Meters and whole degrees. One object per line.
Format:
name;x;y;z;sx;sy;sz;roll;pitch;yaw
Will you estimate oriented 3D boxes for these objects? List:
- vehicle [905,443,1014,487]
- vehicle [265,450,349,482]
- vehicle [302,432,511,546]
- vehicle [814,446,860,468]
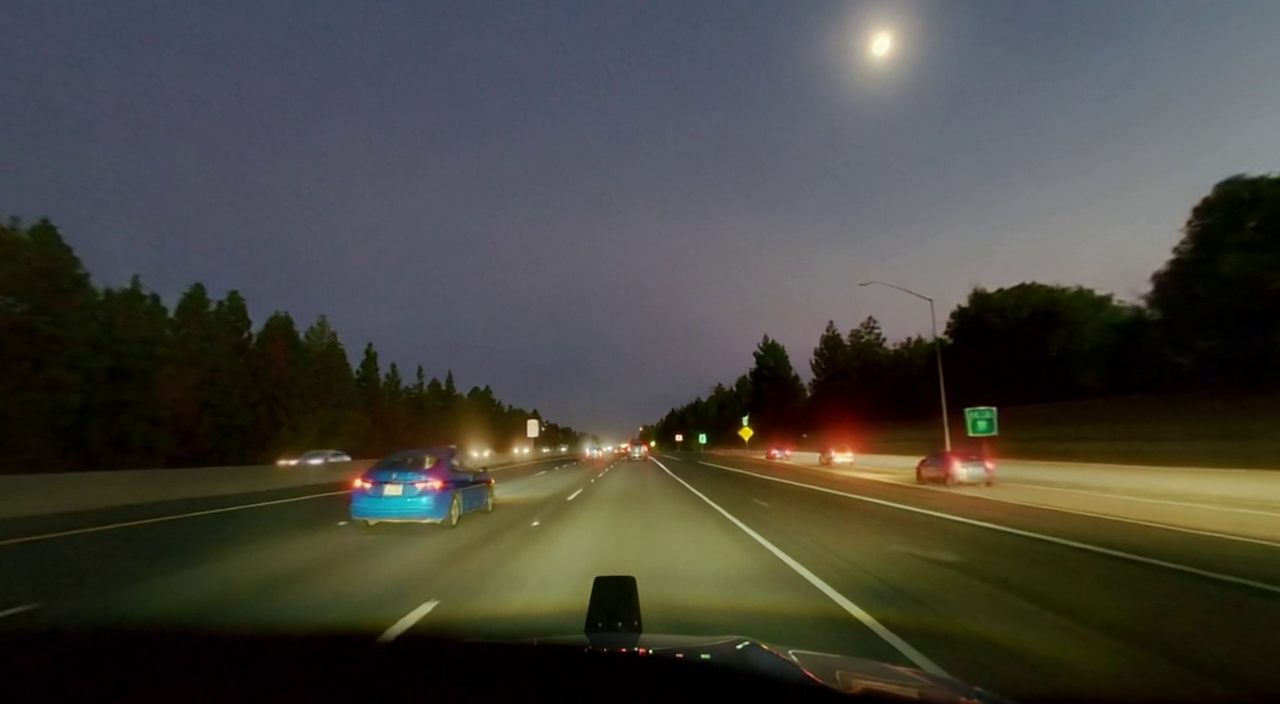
vehicle;12.266;4.362;24.697;1.940;1.496;4.992;-1;-9;4
vehicle;-21.119;7.211;40.390;2.343;1.886;5.482;0;-9;0
vehicle;-3.667;2.226;10.885;2.020;1.554;4.137;0;-9;0
vehicle;13.797;7.368;44.559;1.873;1.463;4.937;0;-9;2
